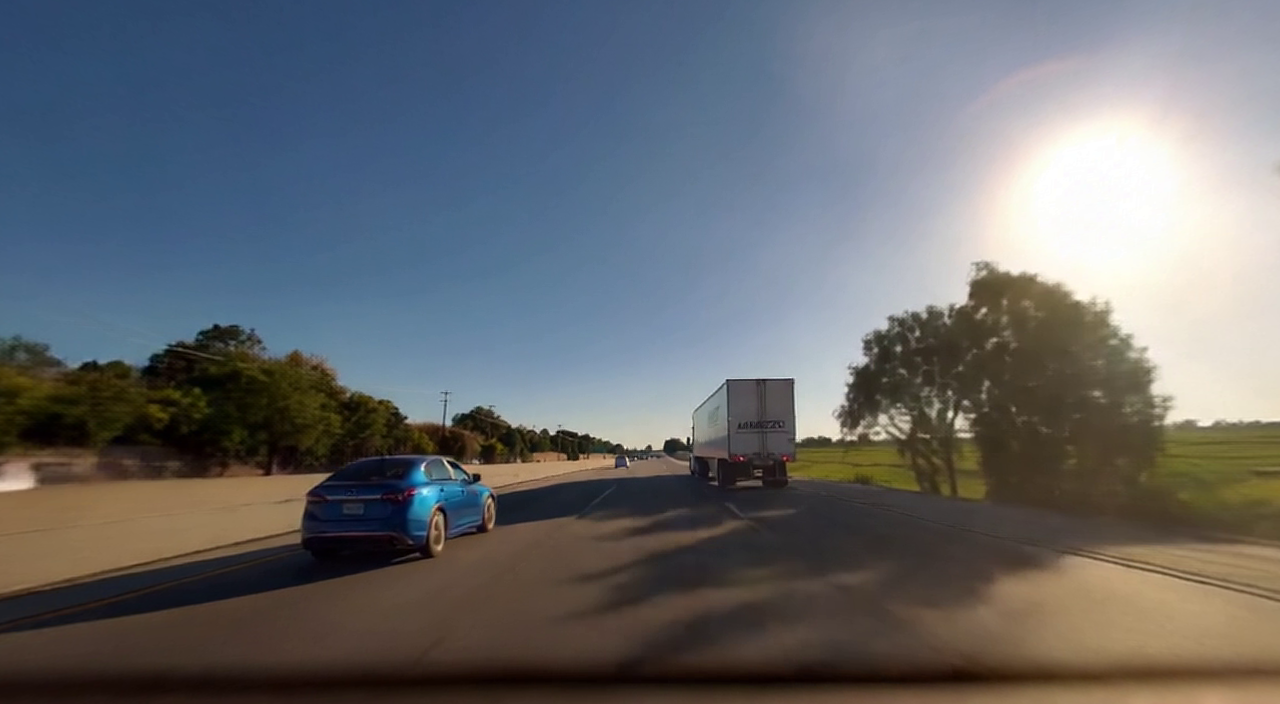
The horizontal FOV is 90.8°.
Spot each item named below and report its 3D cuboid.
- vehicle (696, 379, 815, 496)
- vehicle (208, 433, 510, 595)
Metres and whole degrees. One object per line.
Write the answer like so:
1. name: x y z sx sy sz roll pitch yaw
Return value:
1. vehicle: 4.612 4.013 28.847 2.832 4.034 13.924 0 -9 0
2. vehicle: -3.169 1.900 8.303 1.945 1.537 4.294 0 -9 1
